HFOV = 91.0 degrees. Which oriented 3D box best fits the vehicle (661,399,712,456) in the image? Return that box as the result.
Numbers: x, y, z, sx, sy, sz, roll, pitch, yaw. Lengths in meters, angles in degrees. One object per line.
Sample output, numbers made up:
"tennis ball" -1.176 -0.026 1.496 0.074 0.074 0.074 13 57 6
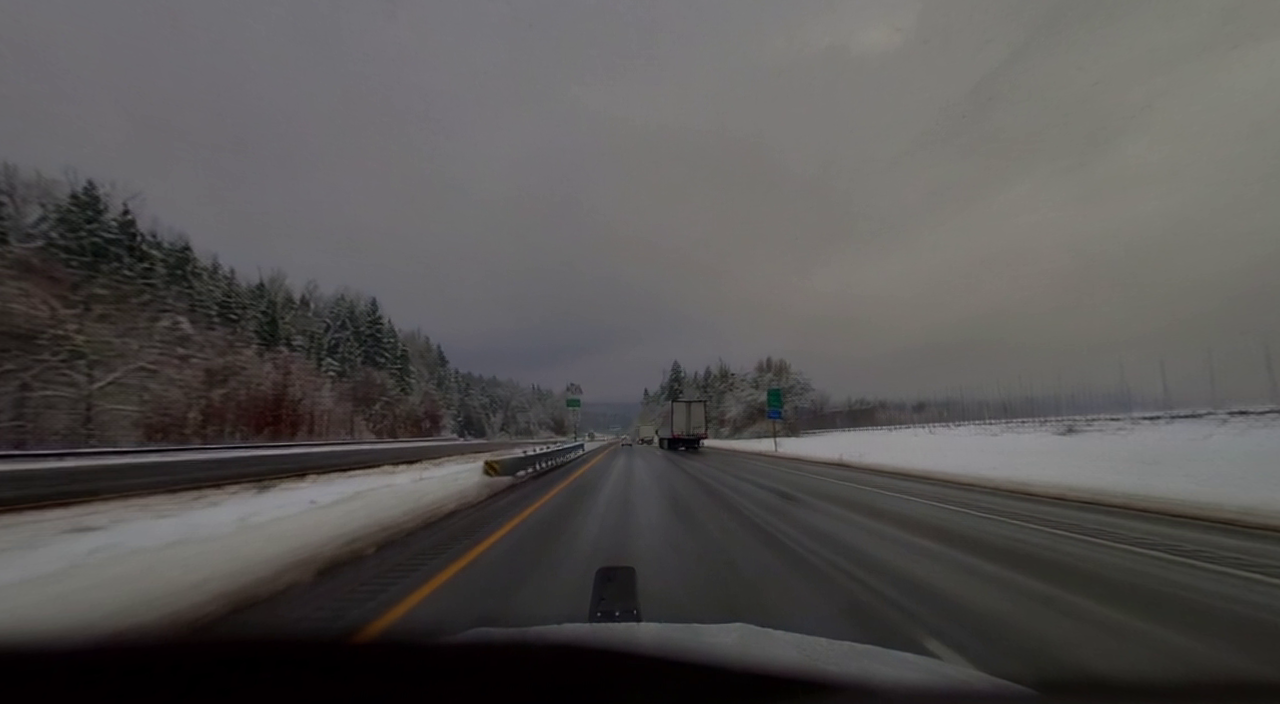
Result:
"vehicle" 3.442 5.994 49.294 3.004 3.952 10.263 0 -8 -1
